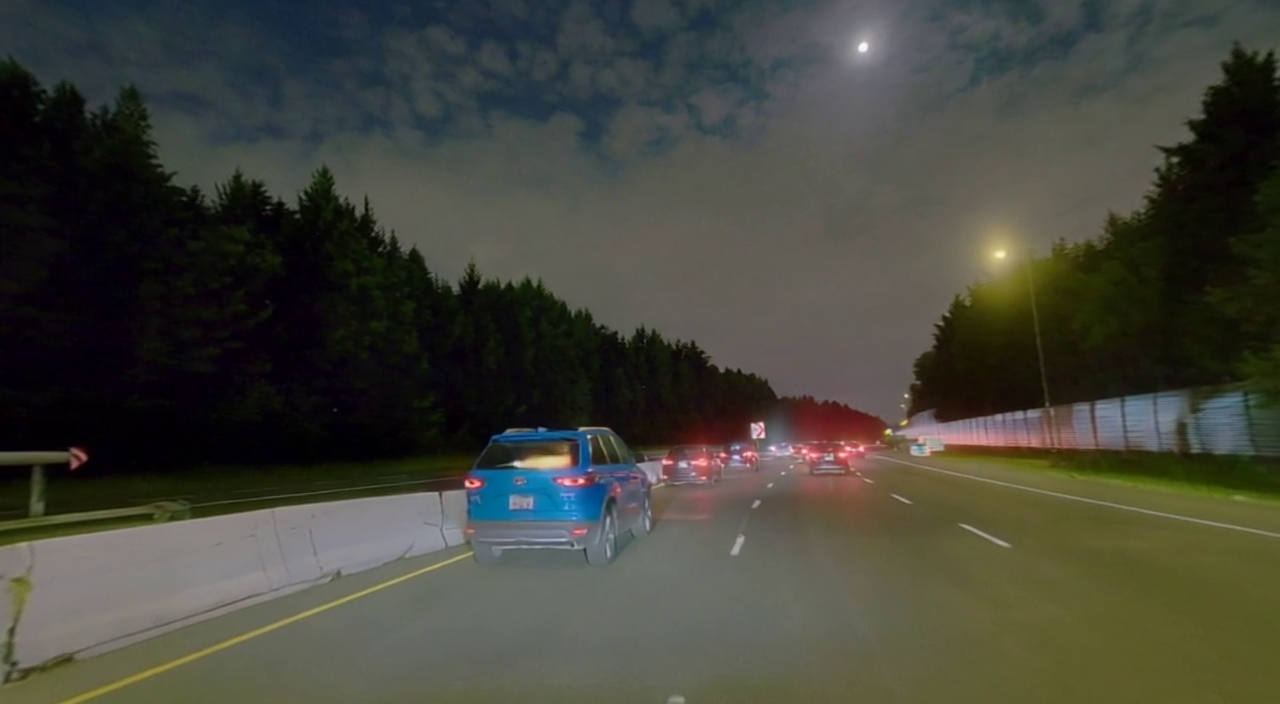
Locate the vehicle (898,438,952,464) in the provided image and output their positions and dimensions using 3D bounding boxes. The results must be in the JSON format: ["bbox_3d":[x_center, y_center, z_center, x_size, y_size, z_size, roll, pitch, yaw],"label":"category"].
[{"bbox_3d":[17.475,6.085,38.835,1.990,1.478,4.475,-2,-8,10],"label":"vehicle"}]

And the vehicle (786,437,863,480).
[{"bbox_3d":[6.865,3.990,23.922,1.962,1.442,4.536,-1,-8,6],"label":"vehicle"}]

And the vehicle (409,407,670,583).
[{"bbox_3d":[-0.919,1.658,8.163,2.021,1.635,4.085,-2,-8,11],"label":"vehicle"}]

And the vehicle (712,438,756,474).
[{"bbox_3d":[4.181,4.548,27.717,1.755,1.457,3.686,-2,-8,9],"label":"vehicle"}]

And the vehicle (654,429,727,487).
[{"bbox_3d":[1.693,3.338,20.072,2.017,1.662,3.543,-1,-8,9],"label":"vehicle"}]
